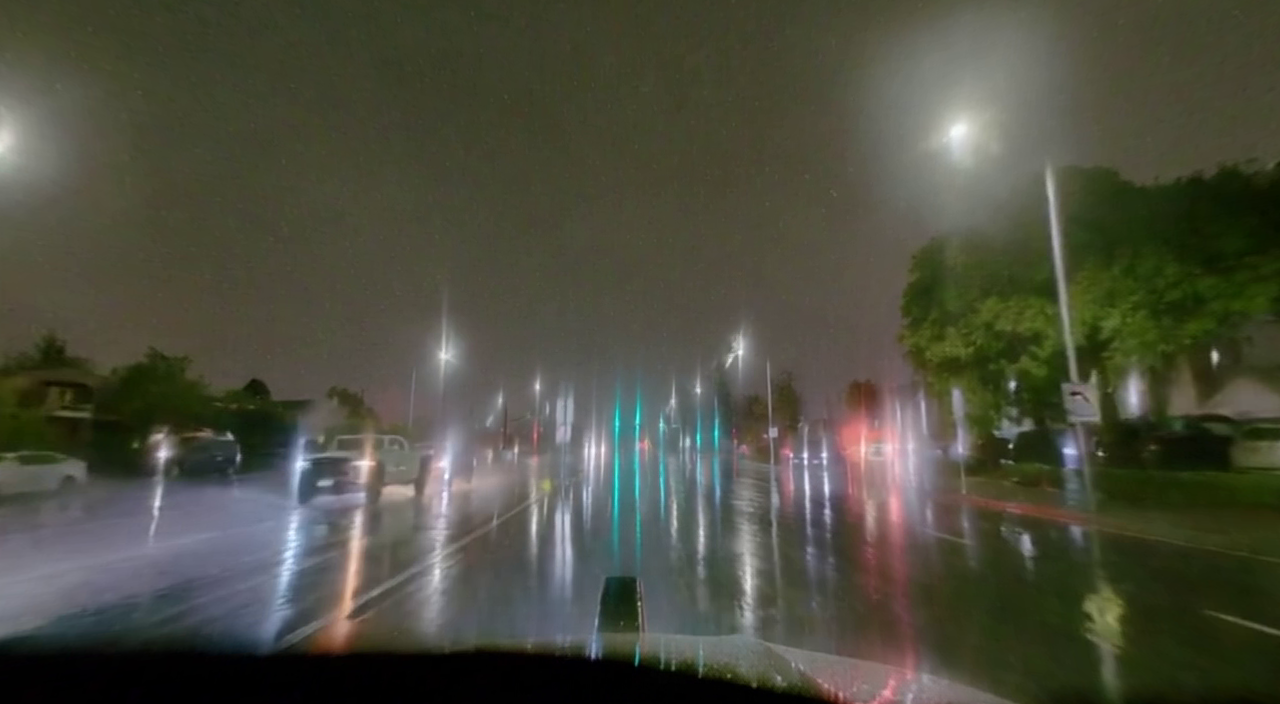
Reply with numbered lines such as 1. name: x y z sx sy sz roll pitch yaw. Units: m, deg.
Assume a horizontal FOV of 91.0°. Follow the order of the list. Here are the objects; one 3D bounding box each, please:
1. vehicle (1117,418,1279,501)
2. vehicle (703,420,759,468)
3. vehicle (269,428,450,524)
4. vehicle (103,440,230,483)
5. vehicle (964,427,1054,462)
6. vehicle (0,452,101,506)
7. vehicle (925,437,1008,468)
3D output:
1. vehicle: 14.543 2.519 15.292 2.158 1.736 4.713 -2 -8 1
2. vehicle: 6.509 6.769 46.221 2.802 3.208 7.459 1 -8 -2
3. vehicle: -5.519 2.480 13.112 2.002 1.635 4.271 1 -9 -4
4. vehicle: -24.247 5.592 32.627 2.177 1.922 5.563 -3 -8 2
5. vehicle: 20.200 5.106 34.756 2.012 1.709 4.574 -1 -9 -2
6. vehicle: -19.019 3.765 18.831 1.867 1.475 4.369 0 -9 0
7. vehicle: 17.646 5.415 34.282 1.957 1.501 4.308 -2 -7 -3
